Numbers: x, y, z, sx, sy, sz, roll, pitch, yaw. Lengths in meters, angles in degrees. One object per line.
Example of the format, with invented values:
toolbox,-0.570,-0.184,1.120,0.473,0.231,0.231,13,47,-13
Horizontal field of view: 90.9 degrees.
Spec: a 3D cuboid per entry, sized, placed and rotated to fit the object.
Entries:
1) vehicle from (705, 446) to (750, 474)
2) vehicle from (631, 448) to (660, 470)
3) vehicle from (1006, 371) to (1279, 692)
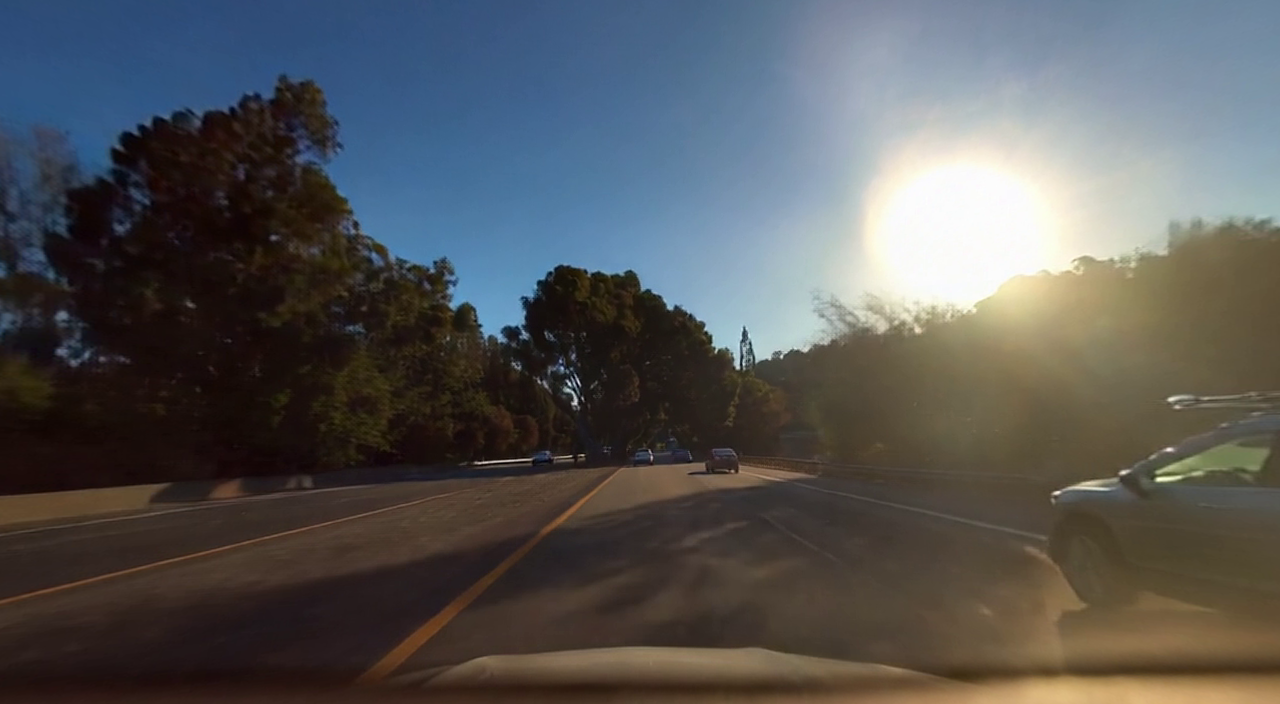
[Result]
vehicle,4.938,6.159,36.131,1.964,1.513,3.707,0,-9,-1
vehicle,0.383,7.853,46.364,1.991,1.459,3.769,0,-9,0
vehicle,4.225,0.940,3.424,1.978,1.604,4.128,0,-9,1
